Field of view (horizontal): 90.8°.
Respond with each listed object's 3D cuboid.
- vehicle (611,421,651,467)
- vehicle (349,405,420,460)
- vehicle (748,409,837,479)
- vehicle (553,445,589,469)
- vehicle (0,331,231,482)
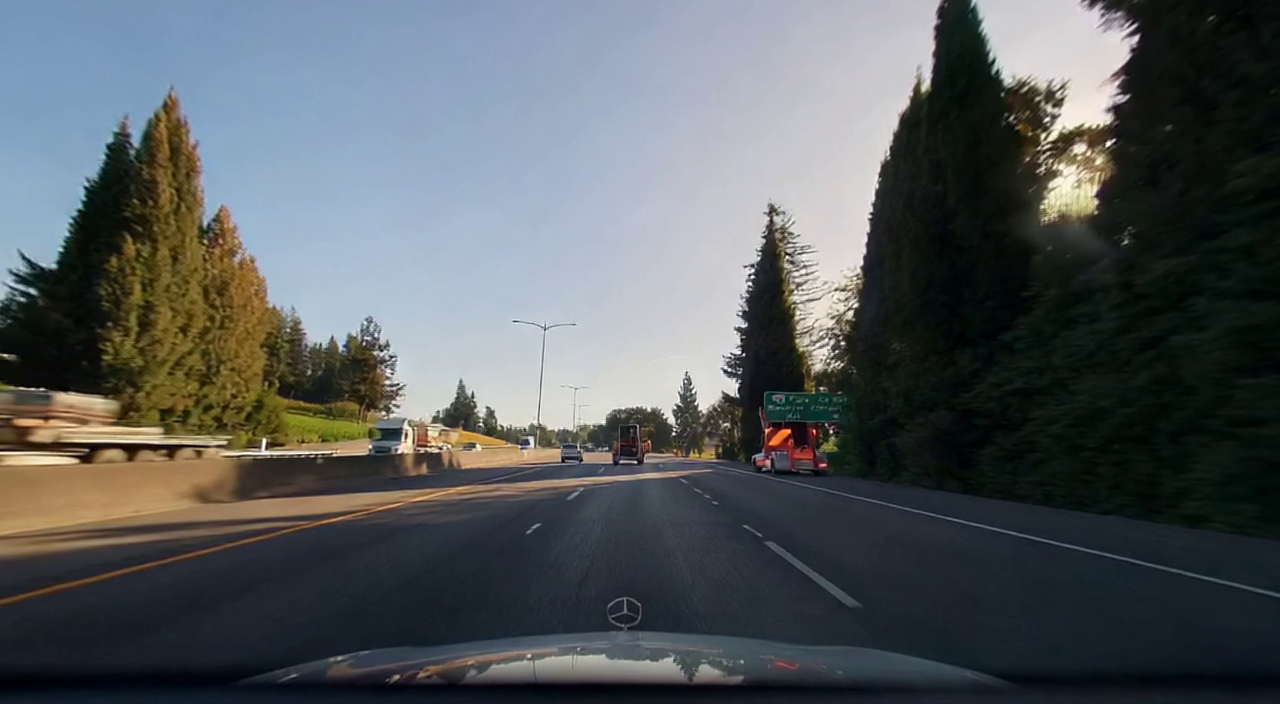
[{"bbox_3d":[-0.753,6.732,45.843,2.672,3.056,6.900,0,-9,-2],"label":"vehicle"},{"bbox_3d":[-19.324,6.224,48.181,2.930,3.933,5.854,0,-9,-1],"label":"vehicle"},{"bbox_3d":[6.855,4.272,29.215,2.419,2.874,6.010,0,-9,-2],"label":"vehicle"},{"bbox_3d":[-4.476,6.886,41.498,1.991,1.484,4.110,0,-9,-1],"label":"vehicle"},{"bbox_3d":[-19.217,2.029,20.786,2.881,4.150,13.071,0,-9,-1],"label":"vehicle"}]
